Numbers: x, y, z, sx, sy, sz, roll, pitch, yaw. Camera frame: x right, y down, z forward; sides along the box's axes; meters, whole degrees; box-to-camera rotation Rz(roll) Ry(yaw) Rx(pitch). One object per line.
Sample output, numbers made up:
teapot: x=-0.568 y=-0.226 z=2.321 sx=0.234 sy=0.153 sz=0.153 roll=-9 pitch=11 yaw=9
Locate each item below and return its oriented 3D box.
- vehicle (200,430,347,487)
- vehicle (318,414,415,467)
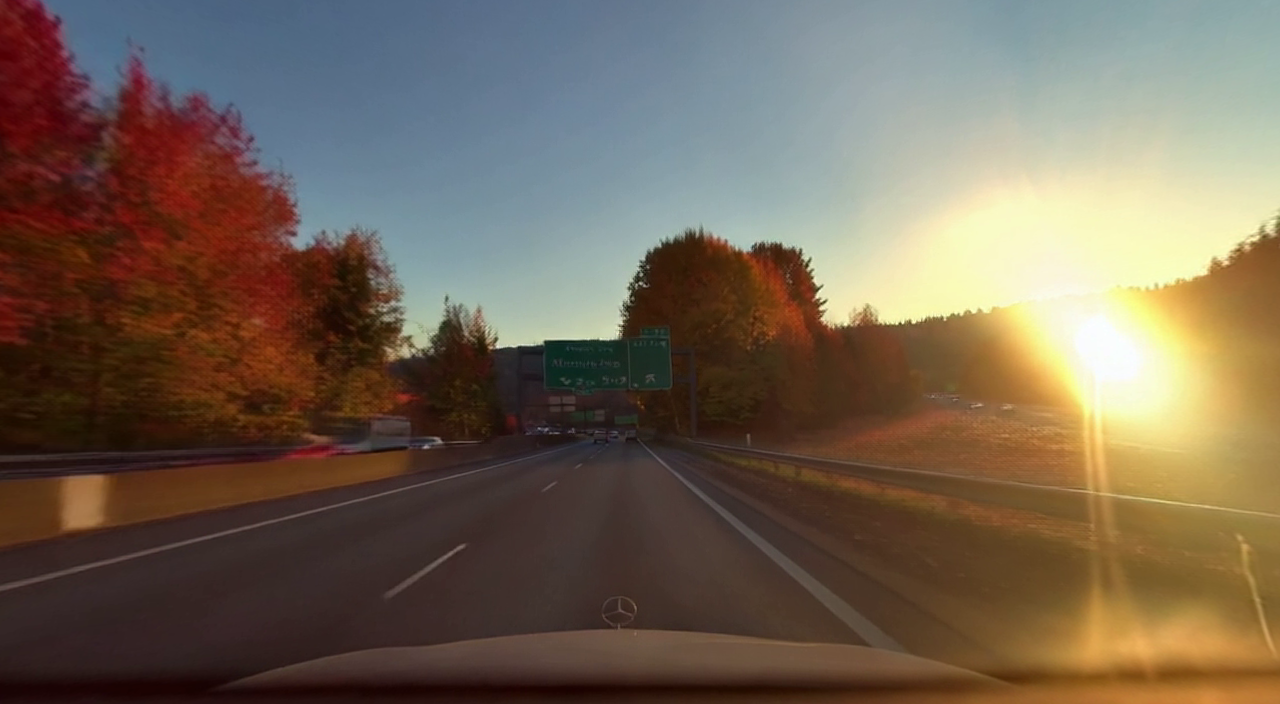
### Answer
vehicle: x=-11.512 y=3.351 z=20.217 sx=2.019 sy=1.587 sz=4.564 roll=0 pitch=-8 yaw=-1
vehicle: x=-15.188 y=4.965 z=35.497 sx=2.377 sy=2.645 sz=7.057 roll=0 pitch=-8 yaw=-1
